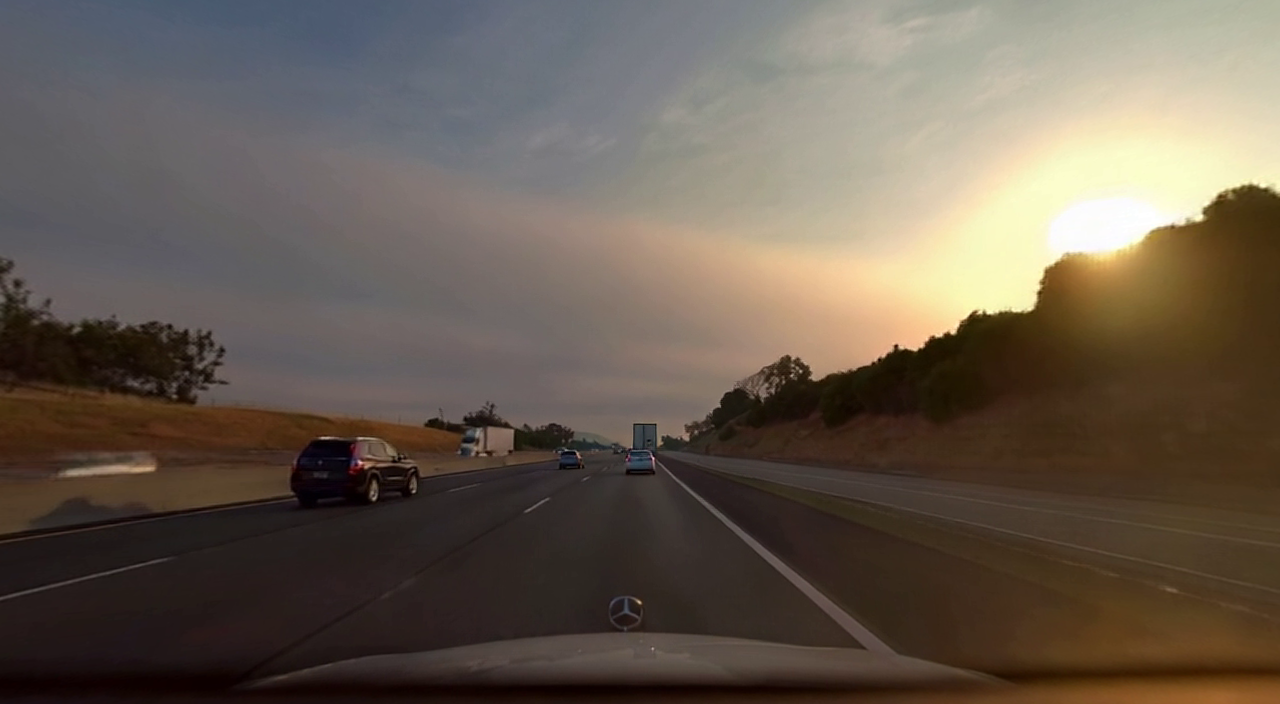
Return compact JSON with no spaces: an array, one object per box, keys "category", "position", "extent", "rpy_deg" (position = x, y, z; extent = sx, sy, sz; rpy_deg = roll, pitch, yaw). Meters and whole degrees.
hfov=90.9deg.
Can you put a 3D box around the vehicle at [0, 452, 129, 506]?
[{"category":"vehicle","position":[-18.539,3.841,19.516],"extent":[2.003,1.482,4.003],"rpy_deg":[0,-9,0]}]

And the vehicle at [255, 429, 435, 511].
[{"category":"vehicle","position":[-7.698,3.150,17.292],"extent":[2.316,1.875,5.337],"rpy_deg":[0,-9,0]}]

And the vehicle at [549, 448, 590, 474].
[{"category":"vehicle","position":[-4.309,6.754,39.184],"extent":[2.018,1.504,4.431],"rpy_deg":[0,-9,0]}]

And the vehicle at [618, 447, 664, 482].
[{"category":"vehicle","position":[0.031,5.109,28.810],"extent":[1.991,1.507,3.391],"rpy_deg":[0,-9,-1]}]
